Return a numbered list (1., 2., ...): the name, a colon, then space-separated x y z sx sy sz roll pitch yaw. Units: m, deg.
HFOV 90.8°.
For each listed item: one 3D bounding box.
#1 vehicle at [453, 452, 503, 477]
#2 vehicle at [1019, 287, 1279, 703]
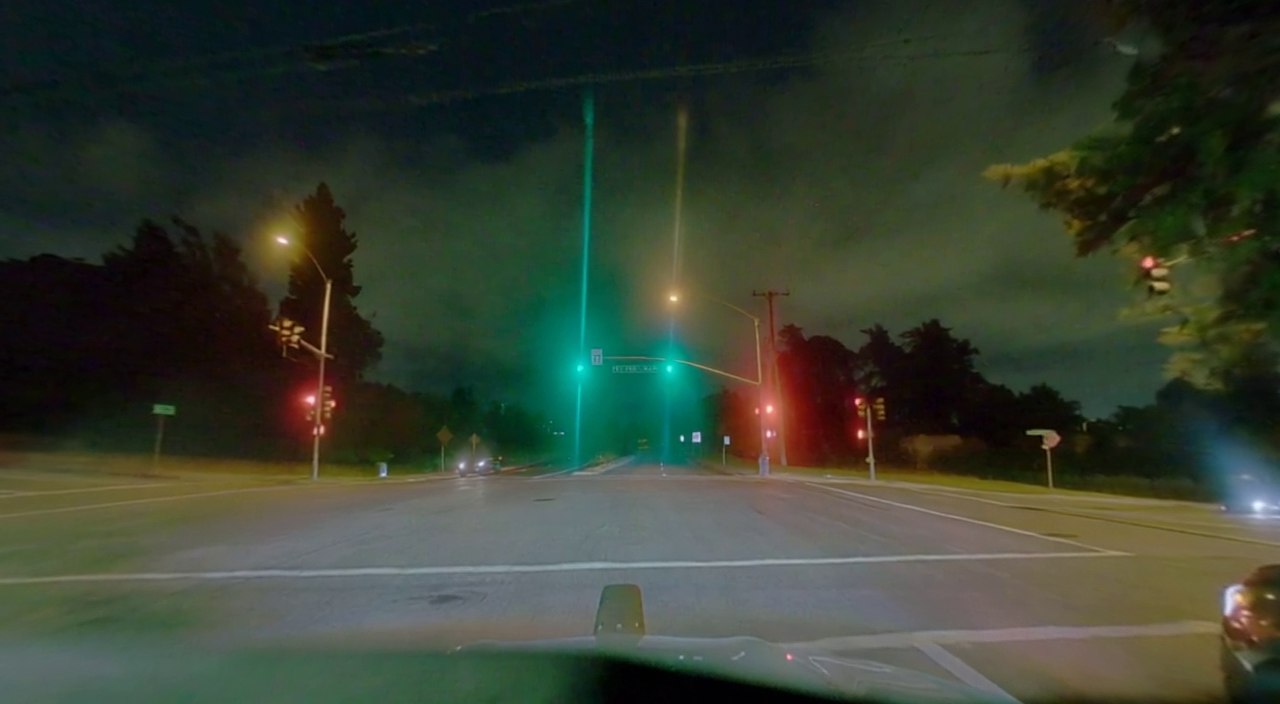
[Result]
1. vehicle: -10.361 7.182 40.701 1.983 1.482 4.190 -1 -9 2
2. vehicle: 3.267 0.553 1.039 2.256 1.856 4.840 0 -9 0
